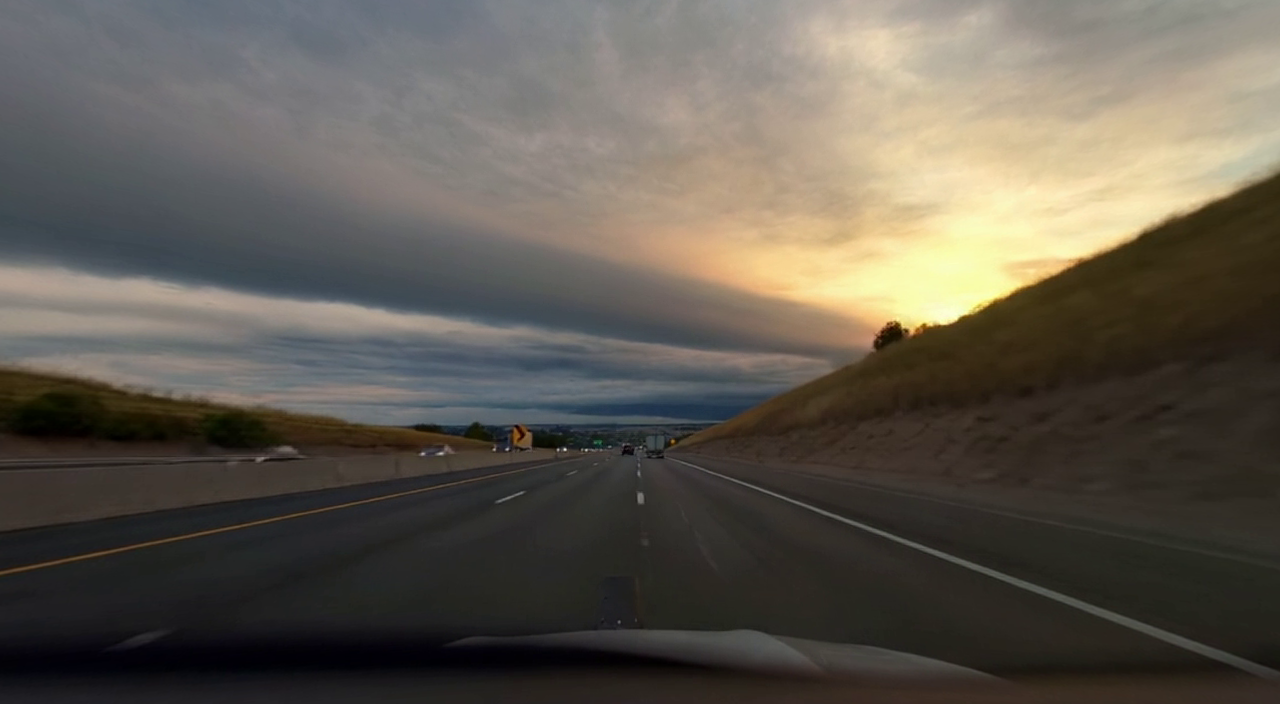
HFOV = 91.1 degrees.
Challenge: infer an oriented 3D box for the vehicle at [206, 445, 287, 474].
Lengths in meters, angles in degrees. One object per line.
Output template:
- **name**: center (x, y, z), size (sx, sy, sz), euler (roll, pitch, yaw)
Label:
- **vehicle**: center (-21.275, 5.820, 34.192), size (1.886, 1.458, 3.828), euler (0, -9, 0)
